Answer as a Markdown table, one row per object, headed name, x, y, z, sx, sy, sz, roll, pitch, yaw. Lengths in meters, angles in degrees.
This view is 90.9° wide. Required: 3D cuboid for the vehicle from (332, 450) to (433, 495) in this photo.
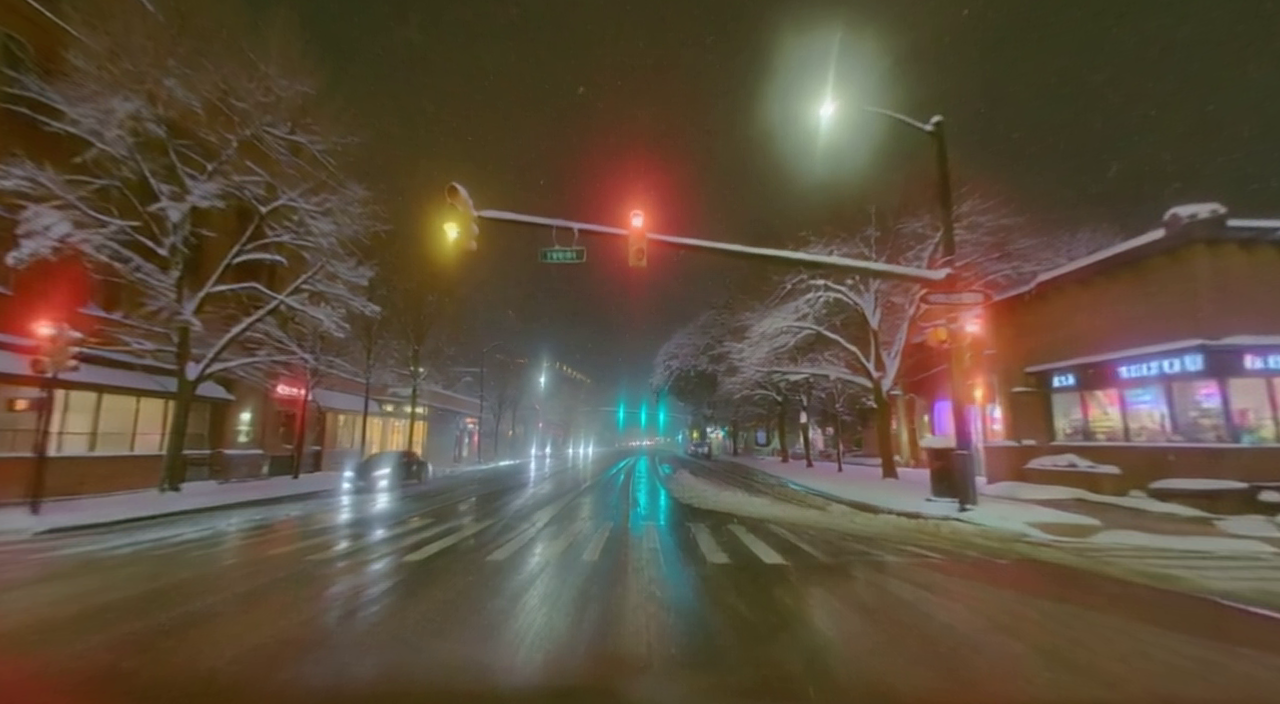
| name | x | y | z | sx | sy | sz | roll | pitch | yaw |
| --- | --- | --- | --- | --- | --- | --- | --- | --- | --- |
| vehicle | -9.212 | 4.322 | 22.982 | 1.913 | 1.457 | 4.048 | -1 | -8 | 1 |
